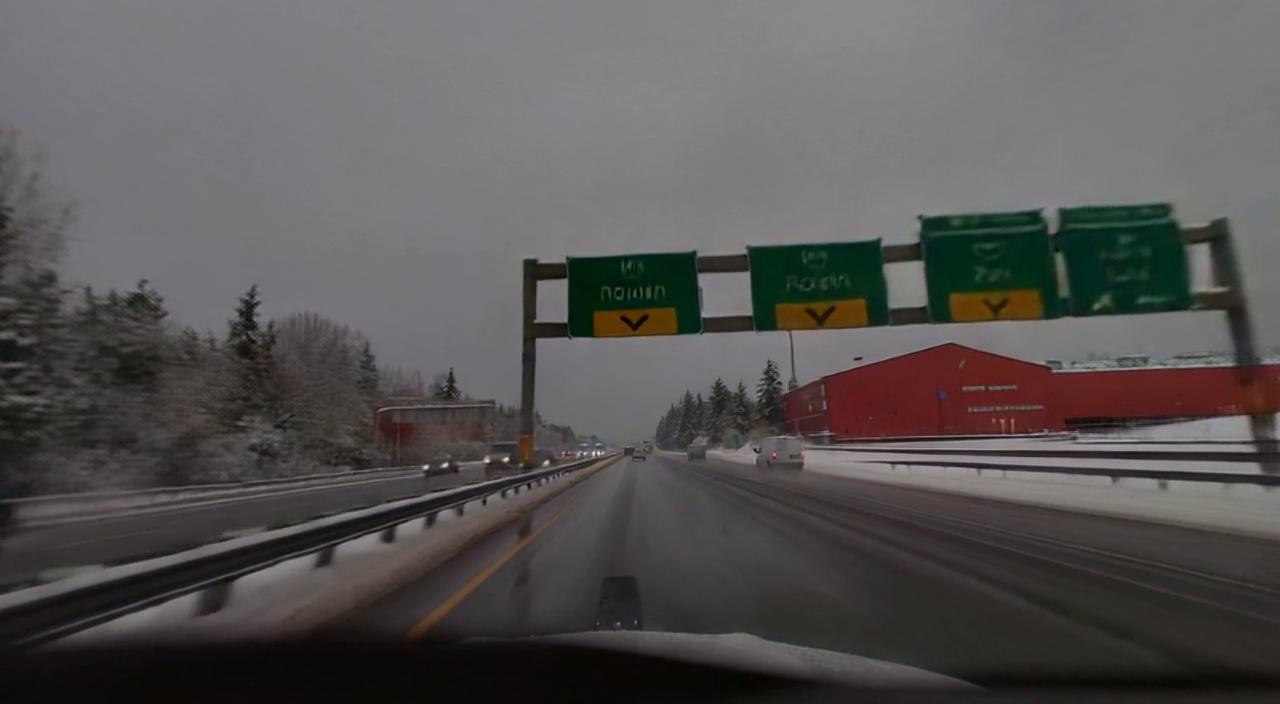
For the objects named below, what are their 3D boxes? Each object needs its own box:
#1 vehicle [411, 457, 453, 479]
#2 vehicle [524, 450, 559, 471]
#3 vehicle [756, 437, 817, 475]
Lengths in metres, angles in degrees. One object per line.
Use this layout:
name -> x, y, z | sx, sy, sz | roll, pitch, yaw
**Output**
vehicle -> -15.931, 8.874, 48.347 | 1.862, 1.517, 4.136 | 0, -9, 0
vehicle -> -7.545, 8.351, 48.690 | 1.971, 1.520, 4.310 | -1, -9, 1
vehicle -> 8.017, 5.757, 34.980 | 2.156, 1.943, 5.010 | 0, -9, 0
